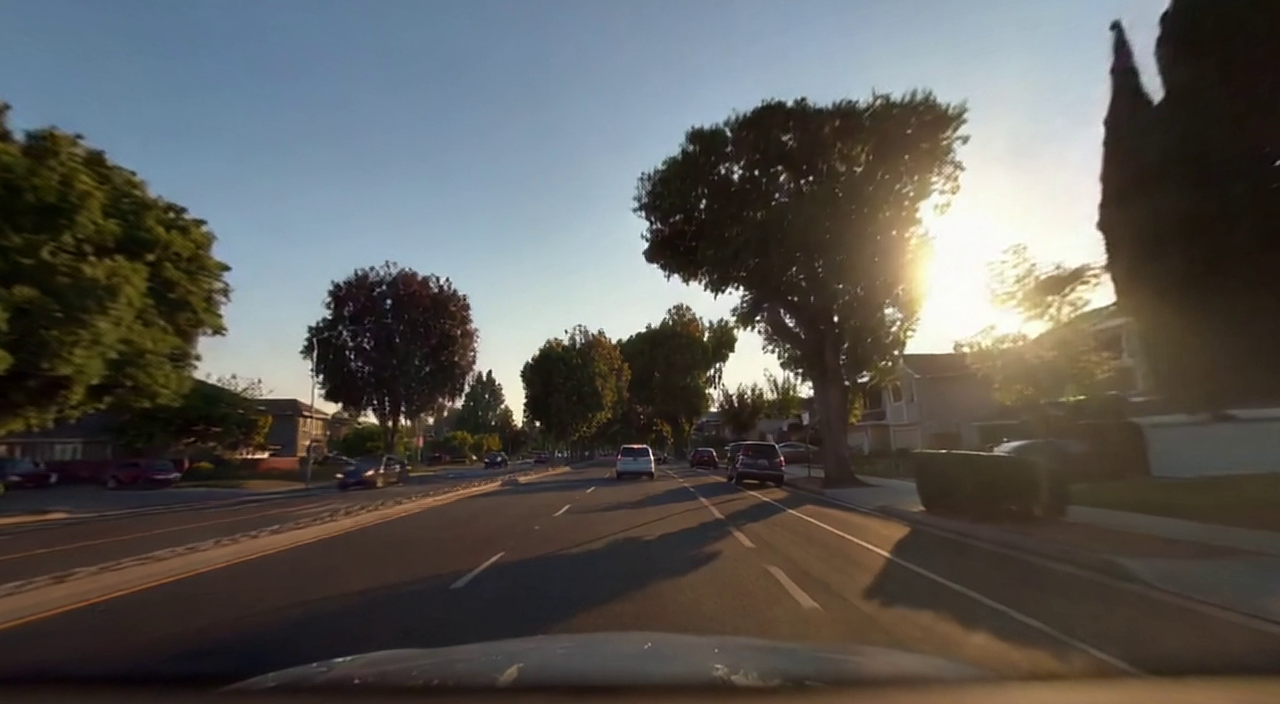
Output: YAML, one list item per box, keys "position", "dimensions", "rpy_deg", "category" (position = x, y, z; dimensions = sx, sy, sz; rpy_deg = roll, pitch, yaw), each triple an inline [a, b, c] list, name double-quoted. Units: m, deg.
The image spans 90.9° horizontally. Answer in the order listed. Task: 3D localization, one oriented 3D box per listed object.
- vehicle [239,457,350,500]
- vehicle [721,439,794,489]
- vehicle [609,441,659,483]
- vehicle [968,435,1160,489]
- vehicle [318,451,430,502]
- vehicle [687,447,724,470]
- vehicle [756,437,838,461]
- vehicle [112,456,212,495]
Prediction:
- position: [-14.479, 5.310, 26.779]
  dimensions: [2.138, 1.484, 4.604]
  rpy_deg: [-2, -8, 0]
  category: "vehicle"
- position: [4.309, 4.142, 23.683]
  dimensions: [1.992, 1.695, 4.101]
  rpy_deg: [0, -8, 1]
  category: "vehicle"
- position: [-0.248, 4.795, 27.855]
  dimensions: [2.024, 1.655, 4.301]
  rpy_deg: [0, -8, 0]
  category: "vehicle"
- position: [12.369, 3.214, 18.611]
  dimensions: [4.297, 1.478, 1.866]
  rpy_deg: [0, -8, 0]
  category: "vehicle"
- position: [-8.913, 4.162, 21.585]
  dimensions: [2.063, 1.493, 4.447]
  rpy_deg: [0, -8, -3]
  category: "vehicle"
- position: [4.613, 7.507, 44.780]
  dimensions: [2.020, 1.518, 4.255]
  rpy_deg: [0, -8, -2]
  category: "vehicle"
- position: [11.842, 7.371, 47.773]
  dimensions: [5.538, 1.703, 2.286]
  rpy_deg: [-1, -9, -1]
  category: "vehicle"
- position: [-25.342, 6.532, 33.619]
  dimensions: [1.786, 1.444, 4.545]
  rpy_deg: [-4, -6, 2]
  category: "vehicle"
